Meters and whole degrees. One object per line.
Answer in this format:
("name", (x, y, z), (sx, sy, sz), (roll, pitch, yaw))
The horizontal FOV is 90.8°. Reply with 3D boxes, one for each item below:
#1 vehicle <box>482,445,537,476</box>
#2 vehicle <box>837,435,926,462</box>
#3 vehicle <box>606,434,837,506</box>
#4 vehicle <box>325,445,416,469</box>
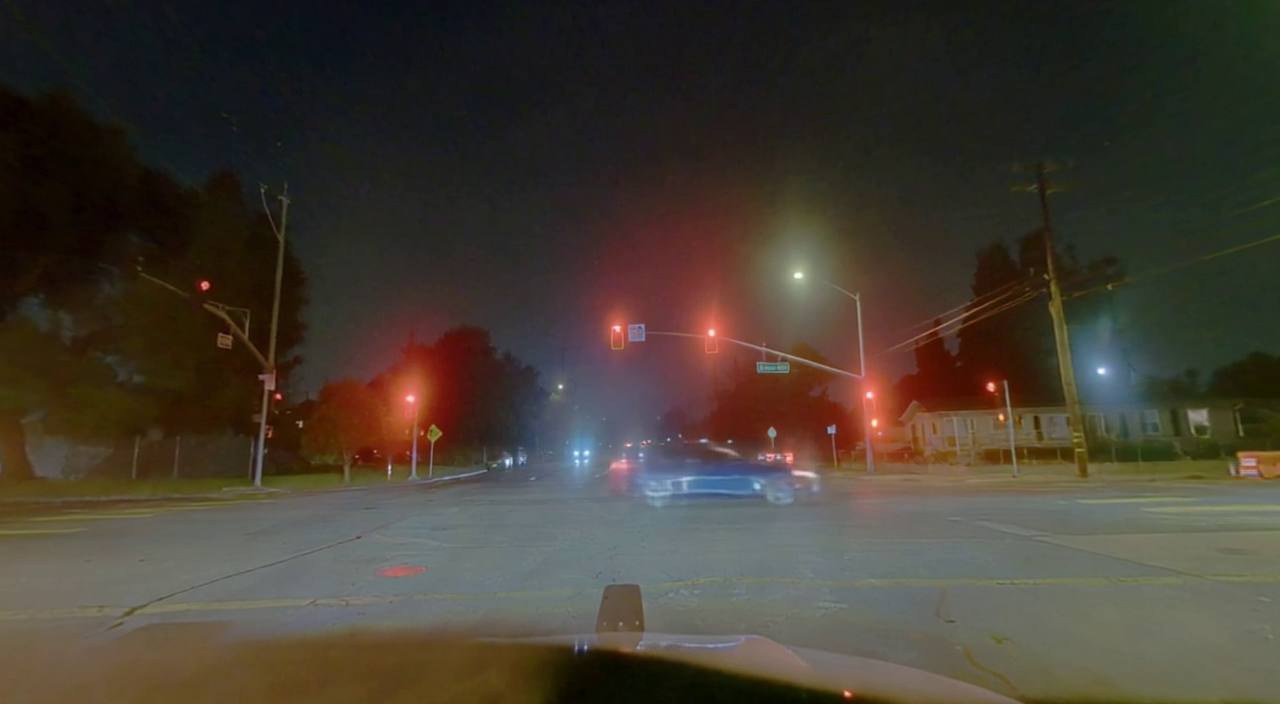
("vehicle", (-6.606, 5.526, 32.378), (1.881, 1.452, 4.121), (0, -8, 0))
("vehicle", (15.364, 6.176, 40.324), (4.892, 1.656, 1.856), (0, -8, 0))
("vehicle", (1.707, 2.641, 14.404), (4.860, 1.483, 2.077), (0, -8, 0))
("vehicle", (-16.397, 6.381, 38.611), (4.713, 1.409, 1.918), (0, -8, -2))
